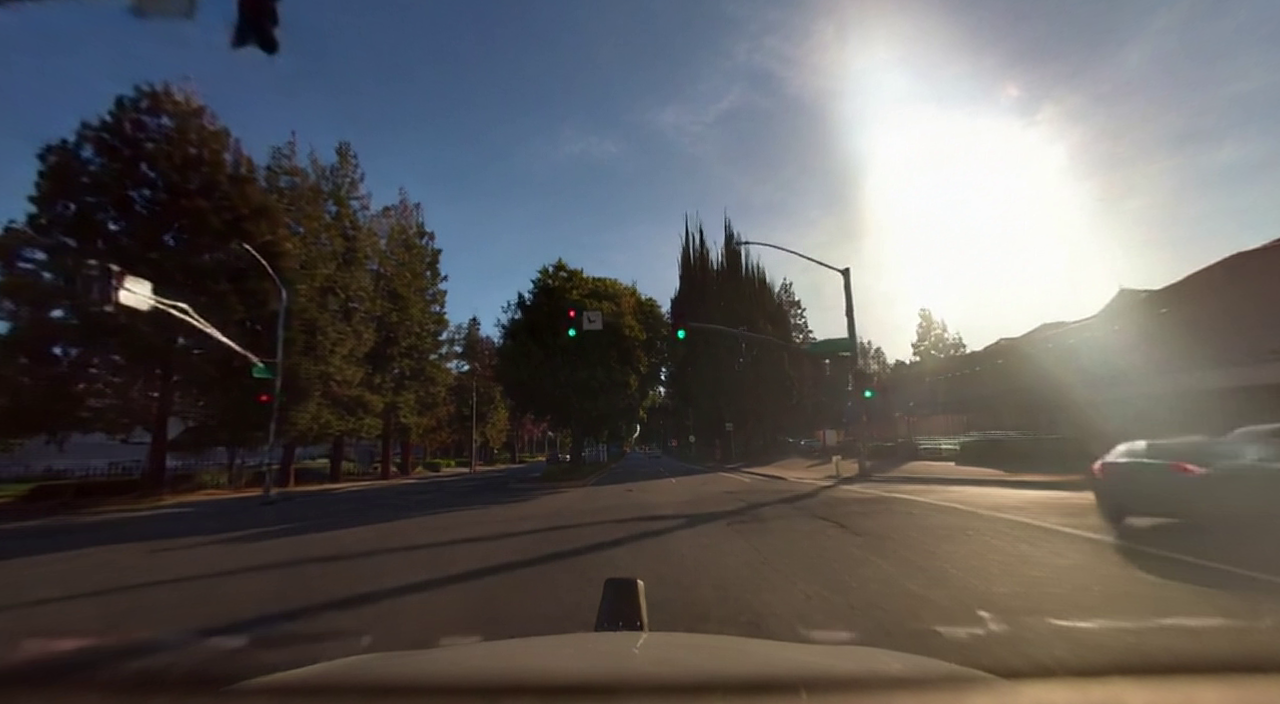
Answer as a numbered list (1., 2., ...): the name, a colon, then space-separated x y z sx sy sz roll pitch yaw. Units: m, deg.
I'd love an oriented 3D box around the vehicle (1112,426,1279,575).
1. vehicle: 7.982 1.736 8.010 4.610 1.470 2.064 7 -11 -40
